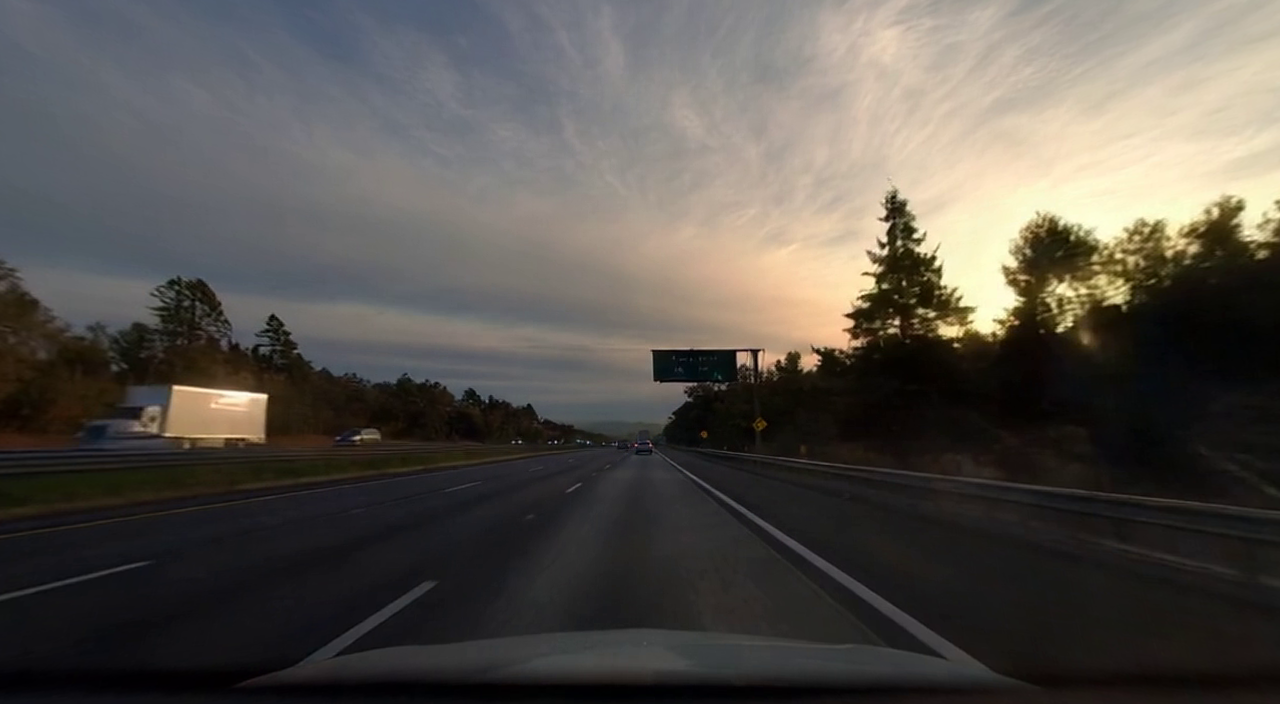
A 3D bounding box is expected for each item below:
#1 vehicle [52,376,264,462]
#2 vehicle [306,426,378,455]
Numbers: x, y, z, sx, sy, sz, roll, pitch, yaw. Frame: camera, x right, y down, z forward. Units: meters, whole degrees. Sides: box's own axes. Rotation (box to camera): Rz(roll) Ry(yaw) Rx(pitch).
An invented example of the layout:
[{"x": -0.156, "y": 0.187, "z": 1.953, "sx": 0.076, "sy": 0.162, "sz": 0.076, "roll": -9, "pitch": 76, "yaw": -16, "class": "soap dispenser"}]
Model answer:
[{"x": -23.796, "y": 3.587, "z": 32.143, "sx": 3.009, "sy": 3.700, "sz": 9.685, "roll": 0, "pitch": -8, "yaw": 0, "class": "vehicle"}, {"x": -19.672, "y": 5.892, "z": 41.824, "sx": 2.050, "sy": 1.827, "sz": 5.221, "roll": 0, "pitch": -8, "yaw": 2, "class": "vehicle"}]
